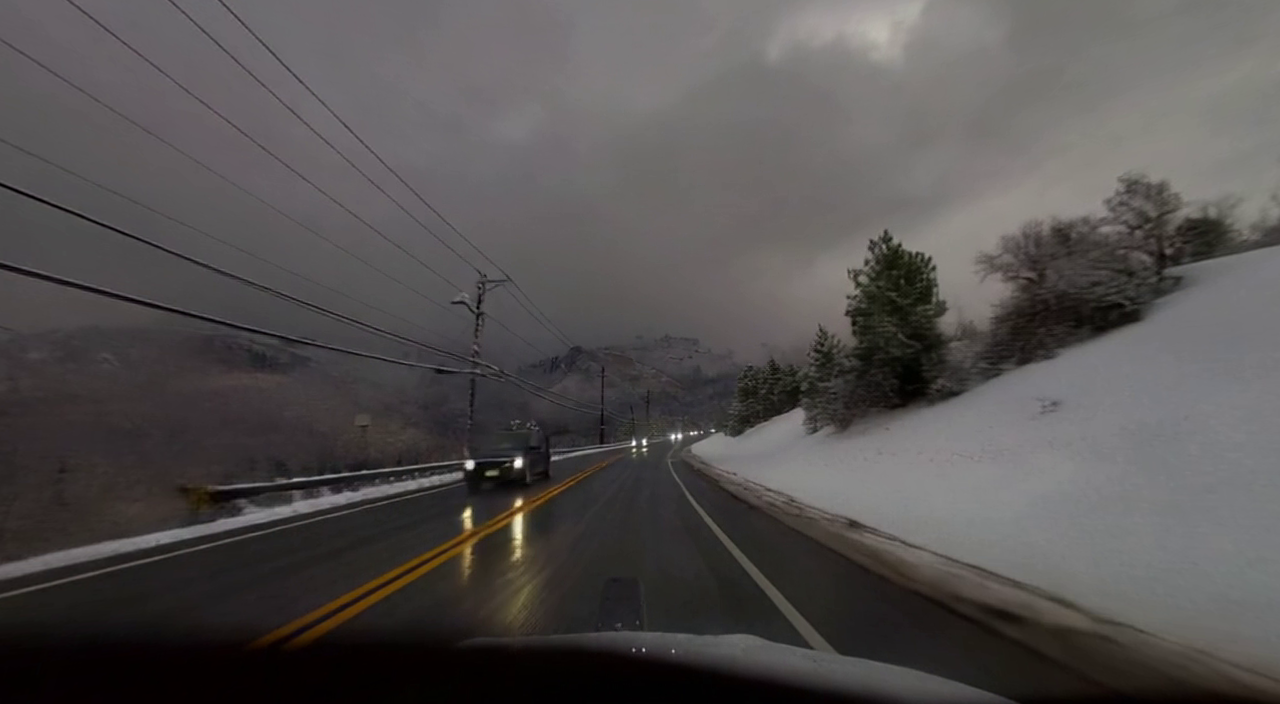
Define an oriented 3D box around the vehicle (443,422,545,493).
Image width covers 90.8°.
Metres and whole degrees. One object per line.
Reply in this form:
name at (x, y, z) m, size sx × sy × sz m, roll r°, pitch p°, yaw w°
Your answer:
vehicle at (-4.219, 3.152, 19.037) m, size 1.997 × 1.874 × 4.269 m, roll 0°, pitch -9°, yaw 0°
